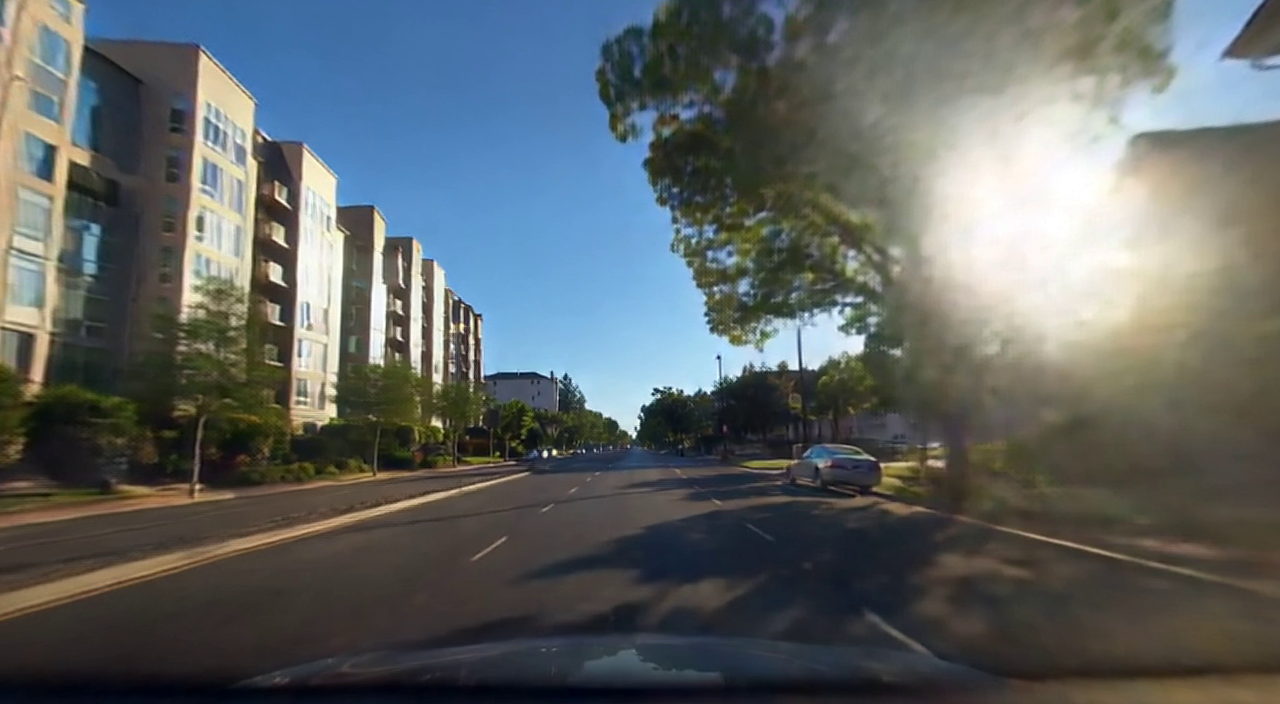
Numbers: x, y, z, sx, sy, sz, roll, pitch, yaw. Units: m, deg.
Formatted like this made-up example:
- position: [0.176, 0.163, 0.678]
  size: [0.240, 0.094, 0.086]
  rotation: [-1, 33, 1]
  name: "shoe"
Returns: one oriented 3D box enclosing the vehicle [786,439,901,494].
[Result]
- position: [6.308, 3.596, 20.247]
  size: [1.948, 1.526, 4.518]
  rotation: [0, -9, -3]
  name: "vehicle"
